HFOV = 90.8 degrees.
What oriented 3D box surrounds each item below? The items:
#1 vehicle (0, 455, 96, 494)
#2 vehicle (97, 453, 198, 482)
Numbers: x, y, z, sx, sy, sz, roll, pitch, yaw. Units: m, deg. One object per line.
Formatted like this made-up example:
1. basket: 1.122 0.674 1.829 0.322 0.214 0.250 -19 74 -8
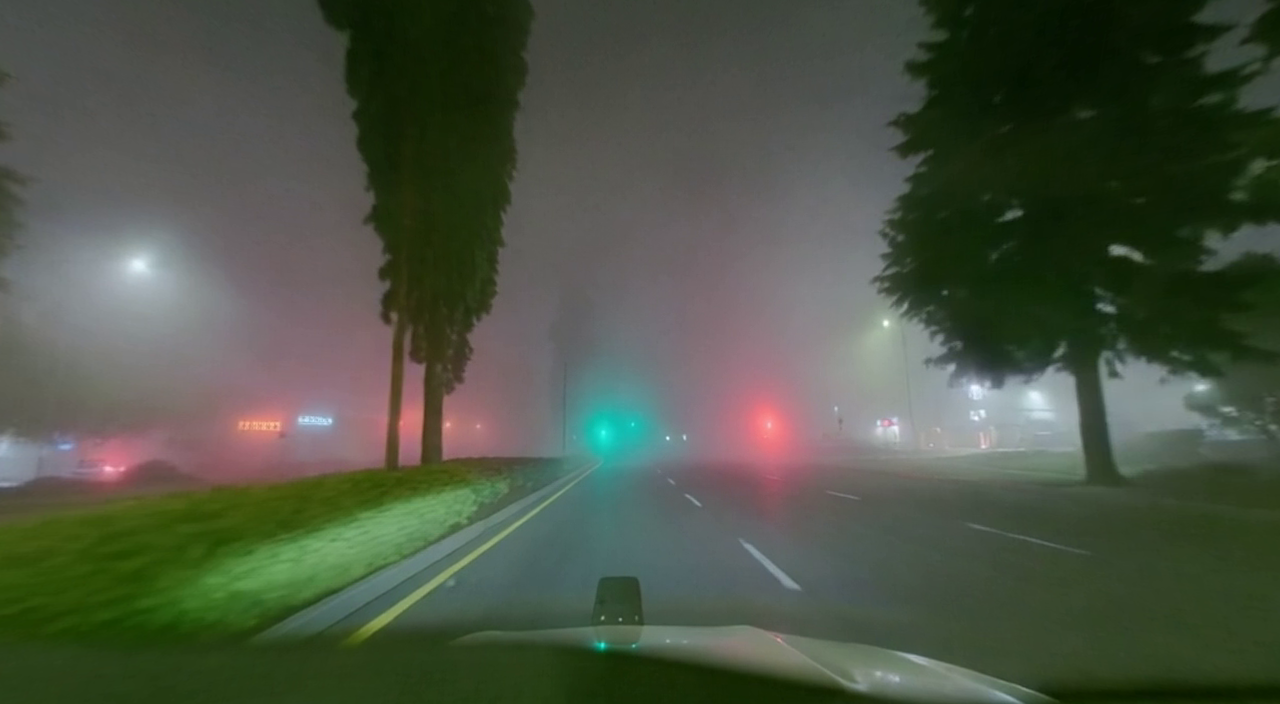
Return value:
1. vehicle: -29.060 5.830 30.445 1.918 1.669 4.300 0 -9 -3
2. vehicle: -30.689 7.180 39.460 4.632 1.681 1.904 0 -9 -1
